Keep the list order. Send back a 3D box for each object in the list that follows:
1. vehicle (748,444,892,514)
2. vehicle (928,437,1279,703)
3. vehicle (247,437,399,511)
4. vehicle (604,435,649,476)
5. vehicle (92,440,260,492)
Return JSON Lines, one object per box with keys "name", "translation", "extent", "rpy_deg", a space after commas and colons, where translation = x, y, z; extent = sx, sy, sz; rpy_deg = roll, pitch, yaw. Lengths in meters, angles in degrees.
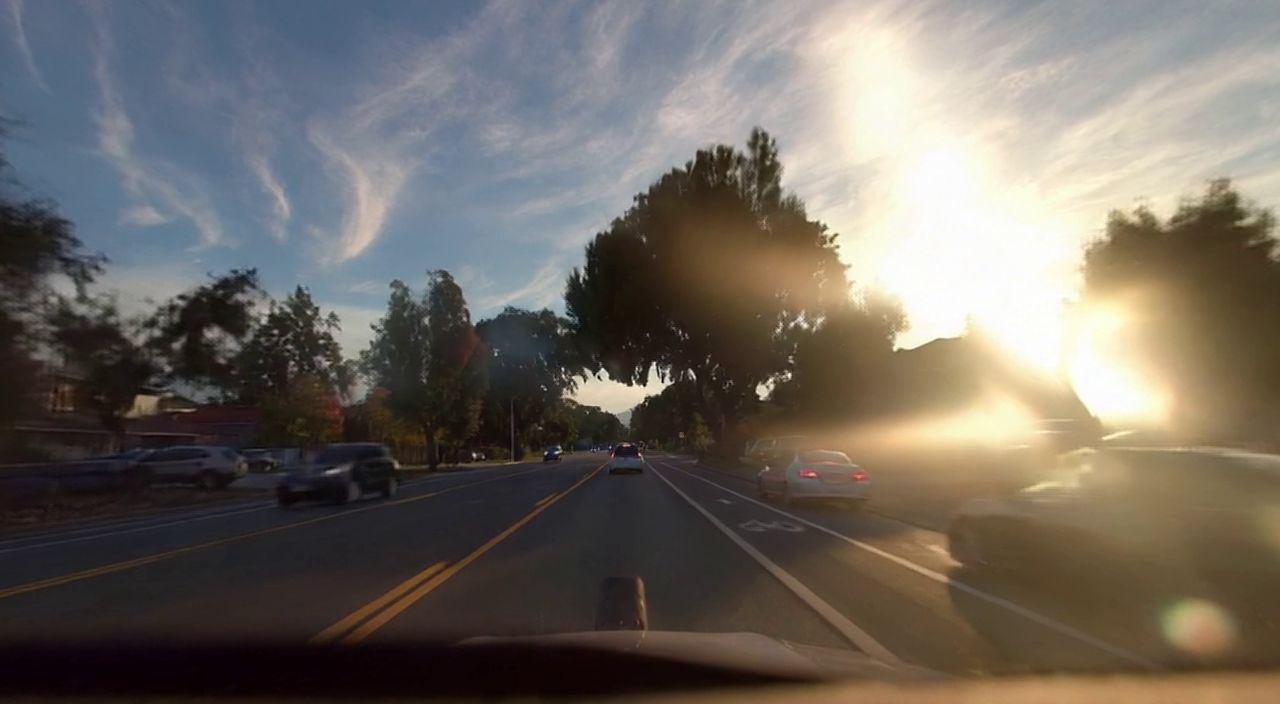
{"name": "vehicle", "translation": [4.273, 3.090, 16.018], "extent": [2.001, 1.480, 5.022], "rpy_deg": [0, -9, -2]}
{"name": "vehicle", "translation": [4.499, 1.459, 5.166], "extent": [1.963, 1.469, 4.709], "rpy_deg": [0, -9, -1]}
{"name": "vehicle", "translation": [-8.721, 3.370, 17.942], "extent": [1.999, 1.806, 4.479], "rpy_deg": [0, -9, 0]}
{"name": "vehicle", "translation": [-0.674, 5.403, 33.214], "extent": [2.153, 1.942, 4.767], "rpy_deg": [0, -9, 0]}
{"name": "vehicle", "translation": [-19.908, 4.906, 27.330], "extent": [5.551, 1.870, 2.183], "rpy_deg": [-3, -8, -1]}
